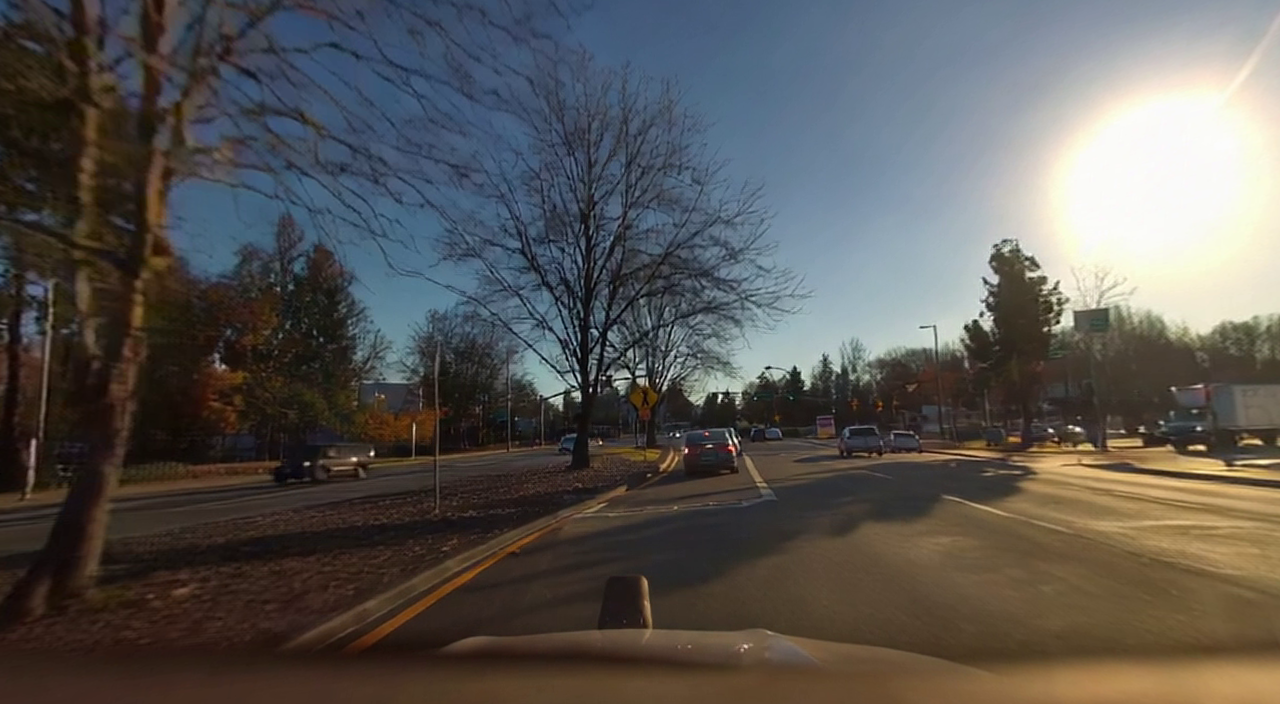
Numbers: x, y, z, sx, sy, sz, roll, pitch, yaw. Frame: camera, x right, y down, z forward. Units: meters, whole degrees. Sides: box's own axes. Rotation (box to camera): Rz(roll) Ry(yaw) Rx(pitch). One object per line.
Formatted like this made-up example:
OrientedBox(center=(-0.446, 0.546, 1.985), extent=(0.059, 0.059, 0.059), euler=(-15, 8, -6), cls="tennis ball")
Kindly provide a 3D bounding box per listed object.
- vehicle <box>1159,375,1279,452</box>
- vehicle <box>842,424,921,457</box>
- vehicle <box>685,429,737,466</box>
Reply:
OrientedBox(center=(31.103, 3.317, 32.369), extent=(7.827, 3.570, 3.121), euler=(4, -9, -20), cls="vehicle")
OrientedBox(center=(13.251, 4.927, 34.905), extent=(1.991, 1.695, 4.357), euler=(2, -9, -12), cls="vehicle")
OrientedBox(center=(3.084, 4.084, 27.004), extent=(2.032, 1.461, 4.173), euler=(-1, -9, 8), cls="vehicle")
